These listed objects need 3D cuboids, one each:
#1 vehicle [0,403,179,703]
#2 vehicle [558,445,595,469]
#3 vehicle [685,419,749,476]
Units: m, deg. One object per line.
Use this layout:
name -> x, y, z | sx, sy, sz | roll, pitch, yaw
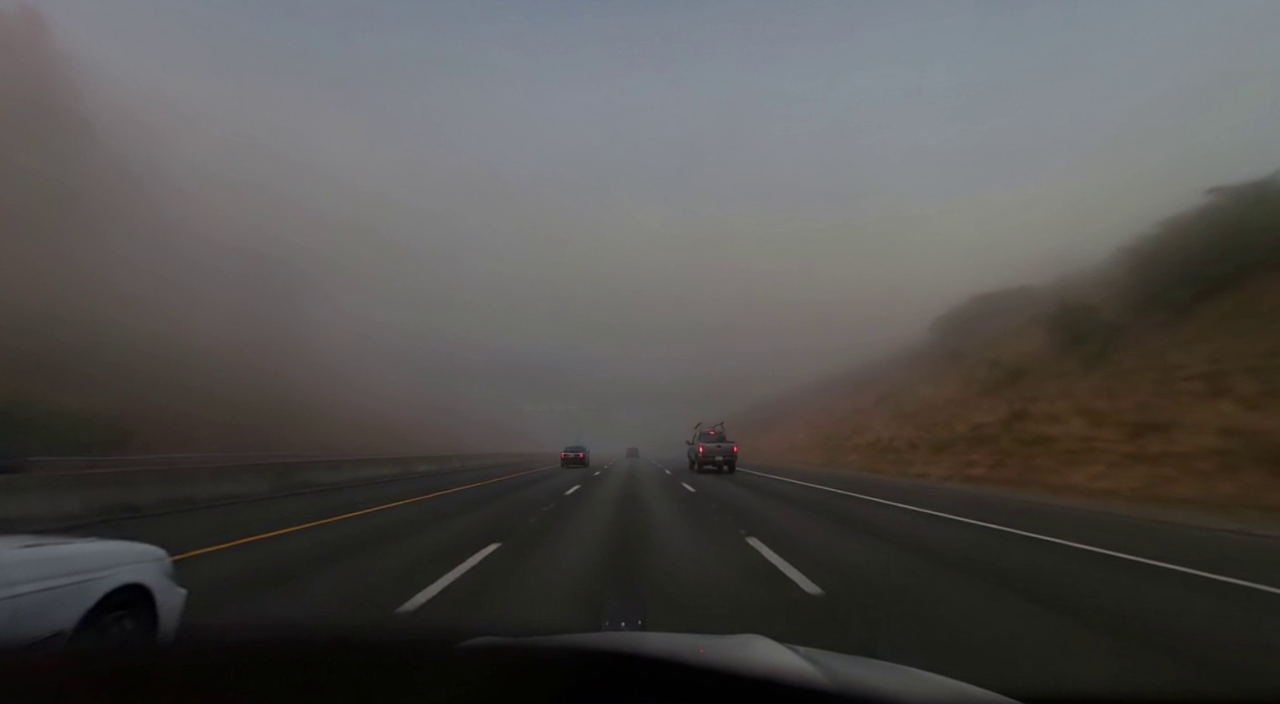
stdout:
vehicle -> -3.503, 0.731, 0.989 | 1.939, 1.513, 4.773 | 0, -9, 0
vehicle -> -4.301, 7.170, 43.068 | 2.054, 1.529, 4.368 | 0, -9, 0
vehicle -> 3.768, 4.873, 32.139 | 2.361, 2.636, 5.684 | 0, -9, -1
